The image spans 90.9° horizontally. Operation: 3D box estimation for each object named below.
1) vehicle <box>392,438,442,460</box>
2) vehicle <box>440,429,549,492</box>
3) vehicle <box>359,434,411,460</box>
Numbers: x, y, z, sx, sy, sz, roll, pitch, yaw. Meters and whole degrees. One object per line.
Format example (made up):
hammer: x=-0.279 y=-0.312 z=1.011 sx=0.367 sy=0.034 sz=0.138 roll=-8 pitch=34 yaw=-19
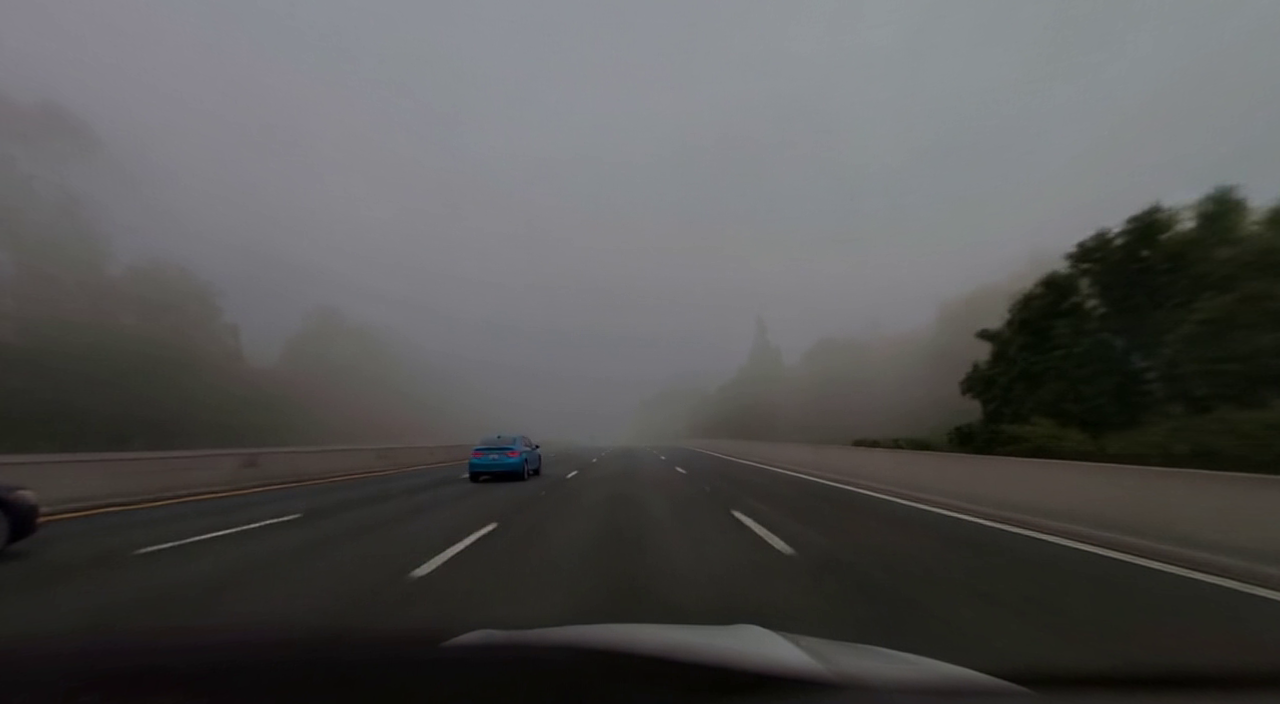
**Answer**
vehicle: x=-16.246 y=7.052 z=46.187 sx=1.943 sy=1.514 sz=4.685 roll=0 pitch=-8 yaw=0
vehicle: x=-3.862 y=2.943 z=17.543 sx=2.026 sy=1.517 sz=4.325 roll=0 pitch=-8 yaw=0
vehicle: x=-19.589 y=7.316 z=48.557 sx=2.055 sy=1.884 sz=4.669 roll=0 pitch=-8 yaw=0
